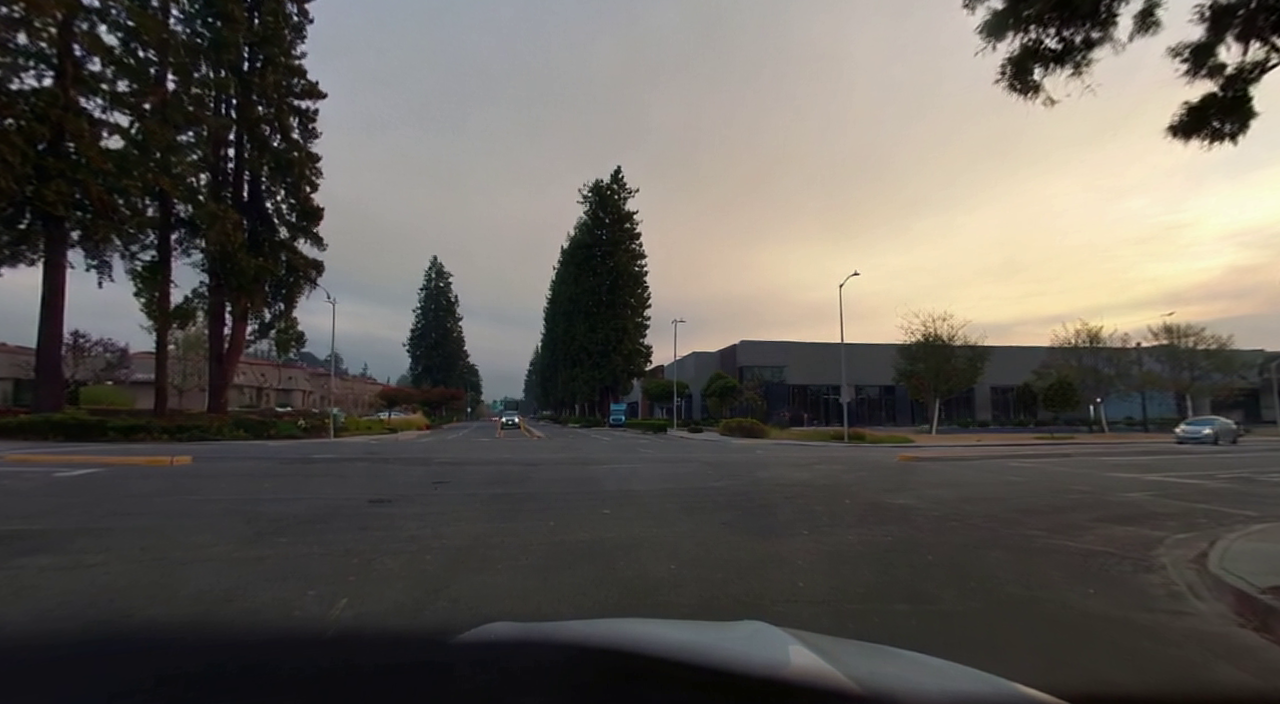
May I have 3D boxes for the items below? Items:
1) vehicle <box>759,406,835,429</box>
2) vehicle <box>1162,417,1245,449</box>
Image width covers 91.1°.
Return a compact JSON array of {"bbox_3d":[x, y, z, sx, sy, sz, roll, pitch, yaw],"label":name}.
[{"bbox_3d":[10.754,4.547,43.099,4.674,1.483,1.745,1,-9,-9],"label":"vehicle"},{"bbox_3d":[34.936,5.076,38.874,5.333,1.837,2.124,5,-10,-30],"label":"vehicle"}]
